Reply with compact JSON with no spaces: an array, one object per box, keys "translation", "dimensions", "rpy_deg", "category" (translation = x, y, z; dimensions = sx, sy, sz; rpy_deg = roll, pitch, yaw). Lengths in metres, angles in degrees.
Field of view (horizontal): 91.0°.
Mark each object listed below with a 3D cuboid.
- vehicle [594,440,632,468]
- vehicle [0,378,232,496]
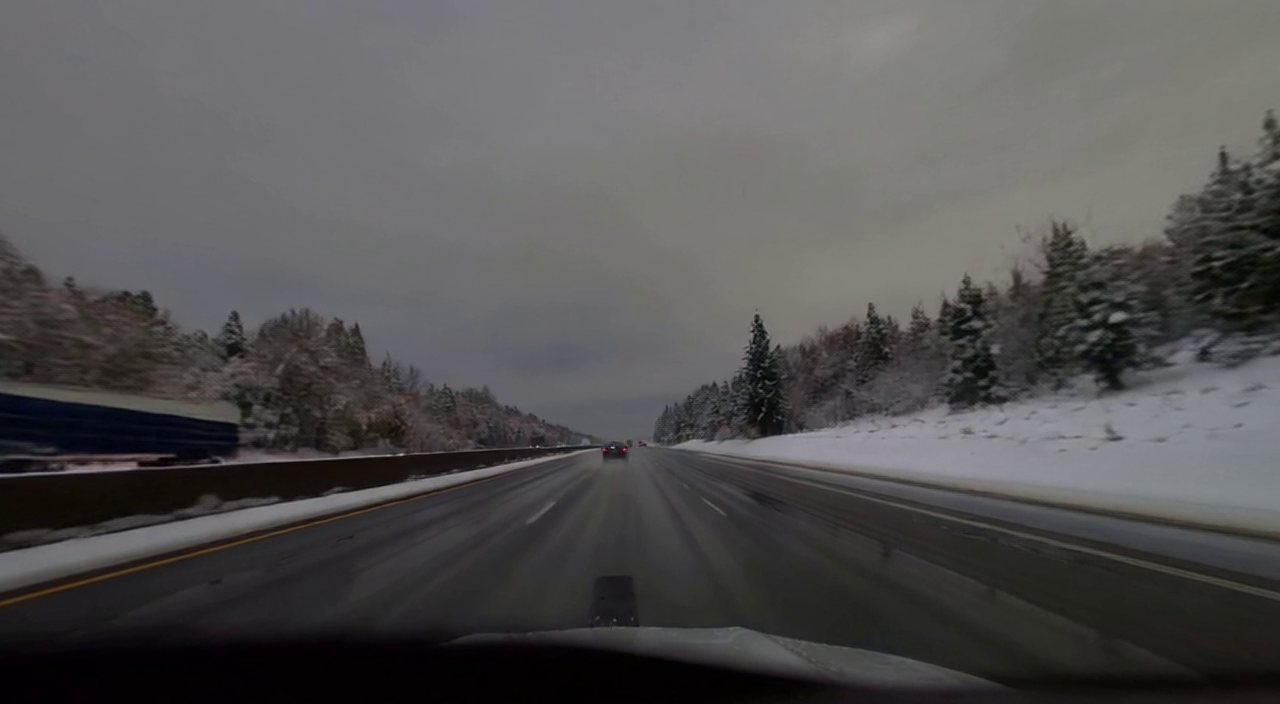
[{"translation":[-1.587,6.216,38.570],"dimensions":[2.158,1.562,4.373],"rpy_deg":[0,-8,0],"category":"vehicle"},{"translation":[-24.284,3.849,27.886],"dimensions":[3.438,4.105,13.442],"rpy_deg":[0,-8,0],"category":"vehicle"}]
